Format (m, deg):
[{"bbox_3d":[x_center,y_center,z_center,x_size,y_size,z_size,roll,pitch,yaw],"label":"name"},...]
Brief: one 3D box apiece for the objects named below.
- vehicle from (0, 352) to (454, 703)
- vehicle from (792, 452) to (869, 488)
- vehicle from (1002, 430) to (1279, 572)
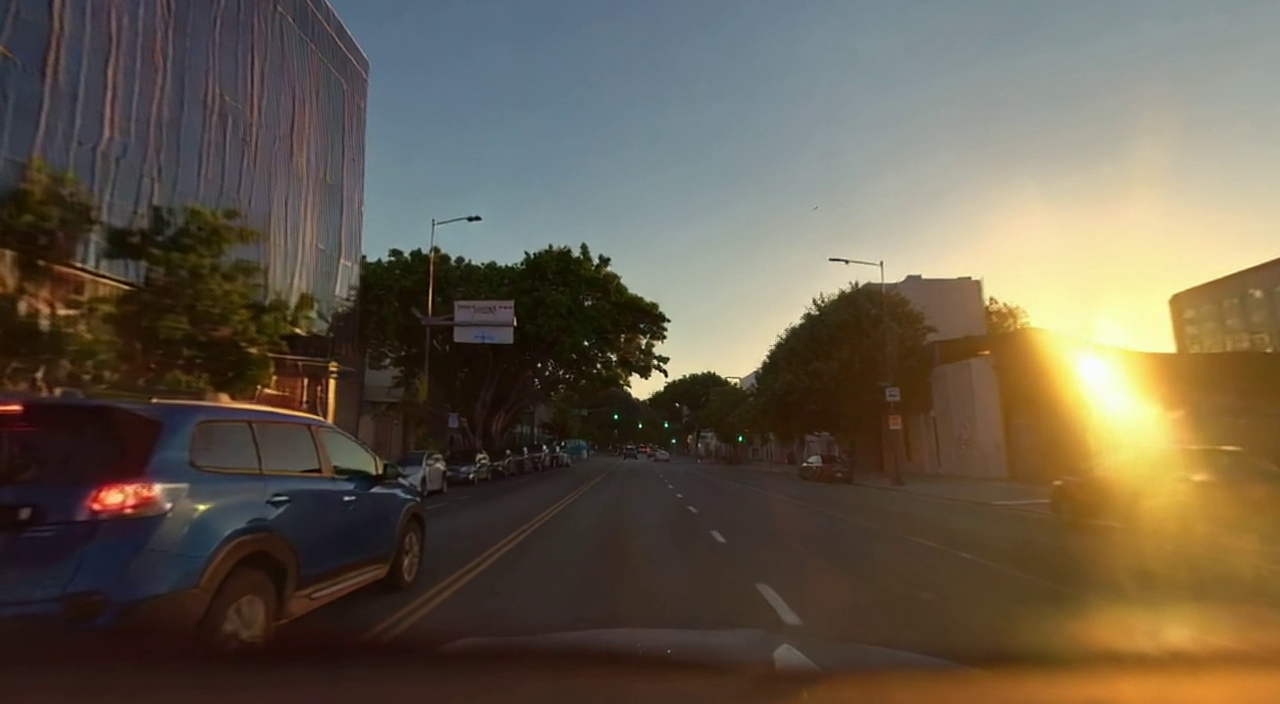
[{"bbox_3d":[-3.075,1.195,4.749,2.002,1.756,4.366,0,-9,0],"label":"vehicle"},{"bbox_3d":[8.726,5.425,29.347,1.954,1.478,4.625,0,-9,-2],"label":"vehicle"},{"bbox_3d":[9.280,2.476,11.551,2.129,1.929,5.537,0,-9,1],"label":"vehicle"}]
